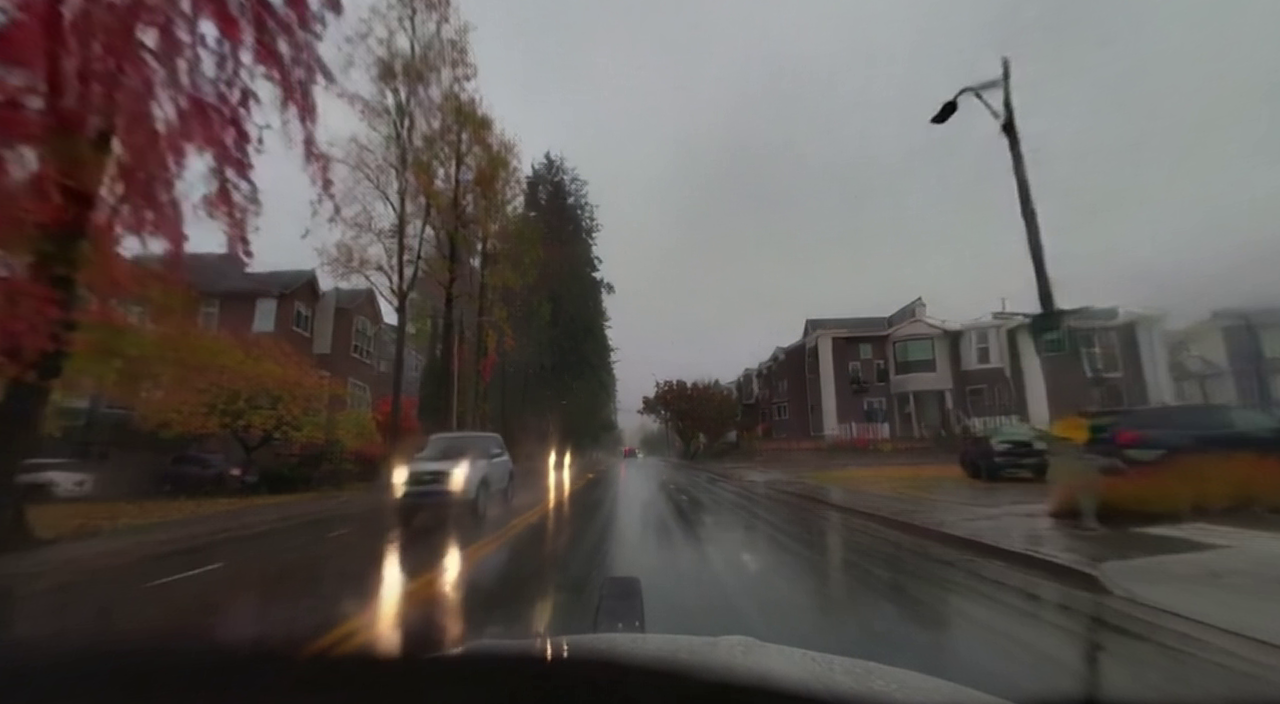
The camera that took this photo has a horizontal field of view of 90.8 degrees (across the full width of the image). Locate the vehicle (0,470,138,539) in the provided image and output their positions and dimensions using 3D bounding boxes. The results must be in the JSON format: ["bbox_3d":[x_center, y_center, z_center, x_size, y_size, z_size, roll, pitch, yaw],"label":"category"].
[{"bbox_3d":[-15.029,3.594,15.087,4.649,1.423,1.850,-1,-9,6],"label":"vehicle"}]

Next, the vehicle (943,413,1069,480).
[{"bbox_3d":[11.954,3.178,21.096,2.028,1.935,5.021,-2,-9,11],"label":"vehicle"}]

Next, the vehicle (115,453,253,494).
[{"bbox_3d":[-22.137,5.887,30.799,5.117,1.766,2.239,-2,-7,3],"label":"vehicle"}]

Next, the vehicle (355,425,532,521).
[{"bbox_3d":[-3.957,2.568,13.845,2.356,1.702,4.700,-1,-9,0],"label":"vehicle"}]

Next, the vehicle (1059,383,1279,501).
[{"bbox_3d":[9.529,1.669,11.590,2.051,1.687,4.858,-4,-10,22],"label":"vehicle"}]
